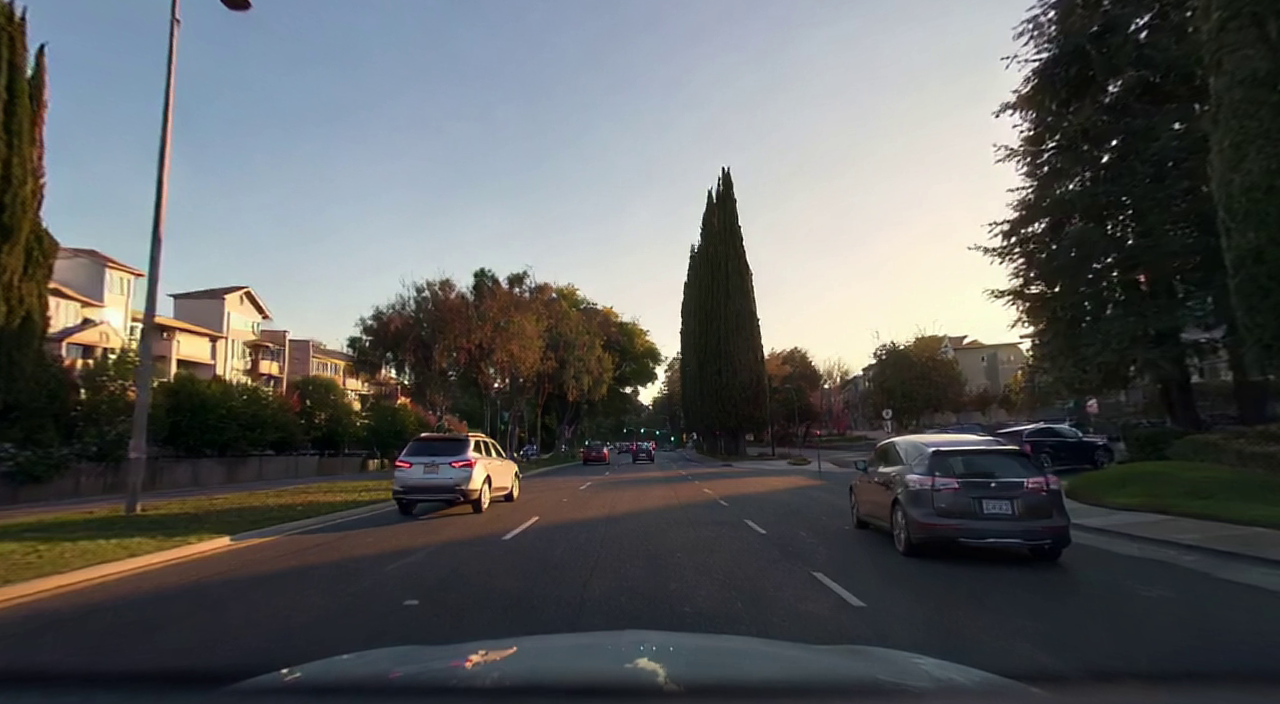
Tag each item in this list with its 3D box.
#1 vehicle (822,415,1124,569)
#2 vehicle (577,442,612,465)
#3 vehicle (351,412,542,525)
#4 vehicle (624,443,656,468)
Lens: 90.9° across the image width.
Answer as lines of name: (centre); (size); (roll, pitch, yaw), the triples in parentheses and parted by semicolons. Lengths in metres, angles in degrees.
vehicle: (4.101, 1.785, 8.798); (1.969, 1.593, 4.293); (0, -8, 2)
vehicle: (-3.303, 7.474, 46.609); (2.091, 1.548, 4.604); (0, -8, 2)
vehicle: (-3.568, 2.281, 12.863); (2.216, 1.828, 4.886); (0, -8, 2)
vehicle: (0.062, 6.630, 40.686); (1.940, 1.501, 4.133); (0, -8, 1)
